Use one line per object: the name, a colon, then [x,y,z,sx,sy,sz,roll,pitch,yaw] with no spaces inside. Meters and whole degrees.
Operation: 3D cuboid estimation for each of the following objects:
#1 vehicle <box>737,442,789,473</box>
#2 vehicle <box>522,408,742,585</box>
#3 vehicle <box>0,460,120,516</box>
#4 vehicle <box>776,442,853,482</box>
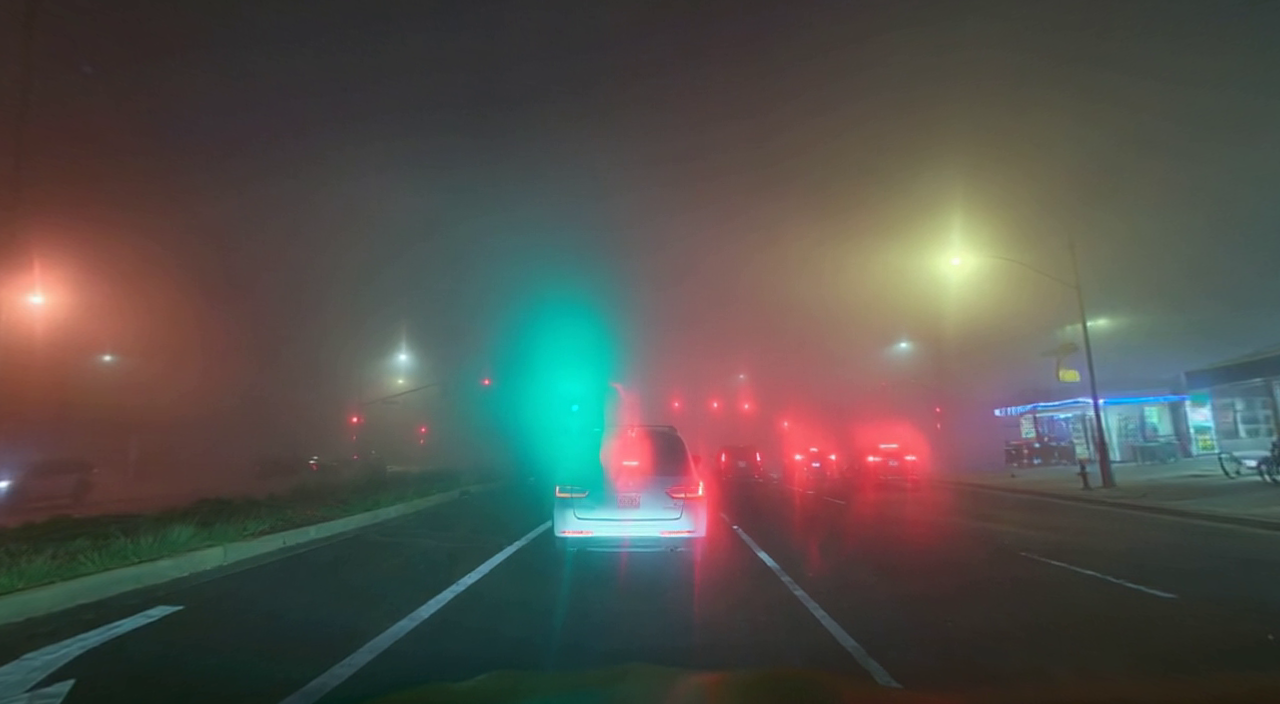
vehicle: [6.279,5.454,32.638,1.961,1.477,4.454,0,-8,2]
vehicle: [-0.058,1.694,8.117,2.115,1.700,3.901,0,-8,1]
vehicle: [-19.141,4.208,19.878,1.969,1.458,4.300,1,-9,-5]
vehicle: [6.865,4.375,25.259,1.833,1.452,4.237,0,-8,0]
